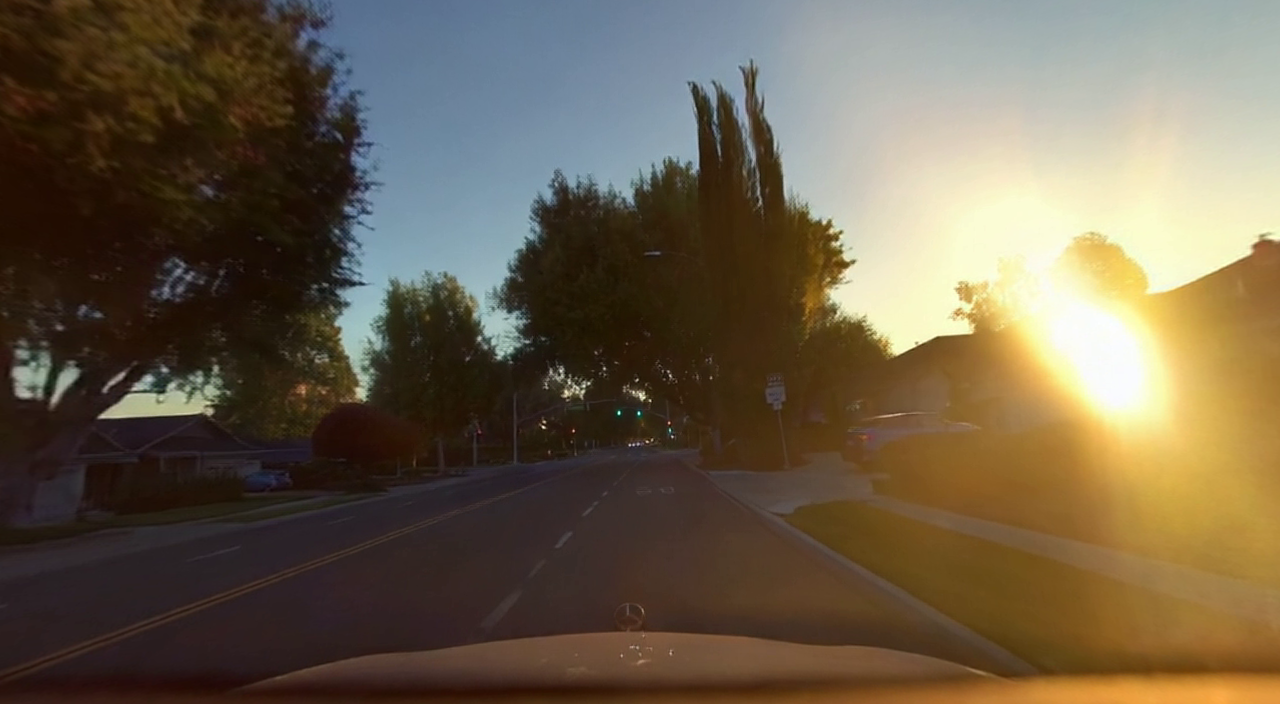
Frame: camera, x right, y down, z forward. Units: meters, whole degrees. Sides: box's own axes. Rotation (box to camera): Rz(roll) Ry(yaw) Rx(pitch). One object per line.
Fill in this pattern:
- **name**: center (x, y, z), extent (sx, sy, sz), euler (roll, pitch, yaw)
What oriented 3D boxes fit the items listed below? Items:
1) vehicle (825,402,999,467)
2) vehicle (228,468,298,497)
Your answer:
- **vehicle**: center (8.313, 2.552, 19.269), extent (4.636, 1.823, 1.997), euler (3, -9, -18)
- **vehicle**: center (-22.331, 7.722, 37.337), extent (1.847, 1.461, 3.659), euler (0, -8, 0)
